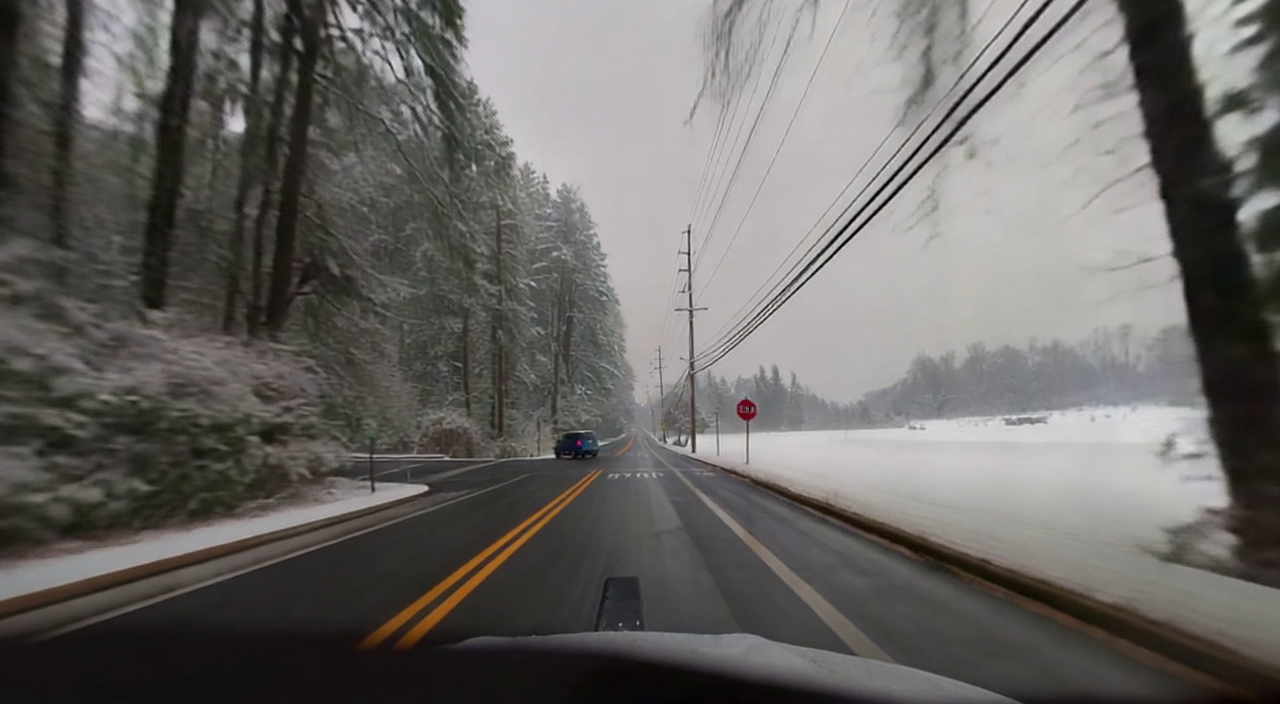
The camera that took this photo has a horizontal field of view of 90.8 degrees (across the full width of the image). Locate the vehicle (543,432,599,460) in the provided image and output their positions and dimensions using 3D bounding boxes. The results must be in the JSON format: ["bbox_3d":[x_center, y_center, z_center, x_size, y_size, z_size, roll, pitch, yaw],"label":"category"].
[{"bbox_3d":[-5.107,7.117,47.641,2.348,1.973,5.020,-3,-9,17],"label":"vehicle"}]
